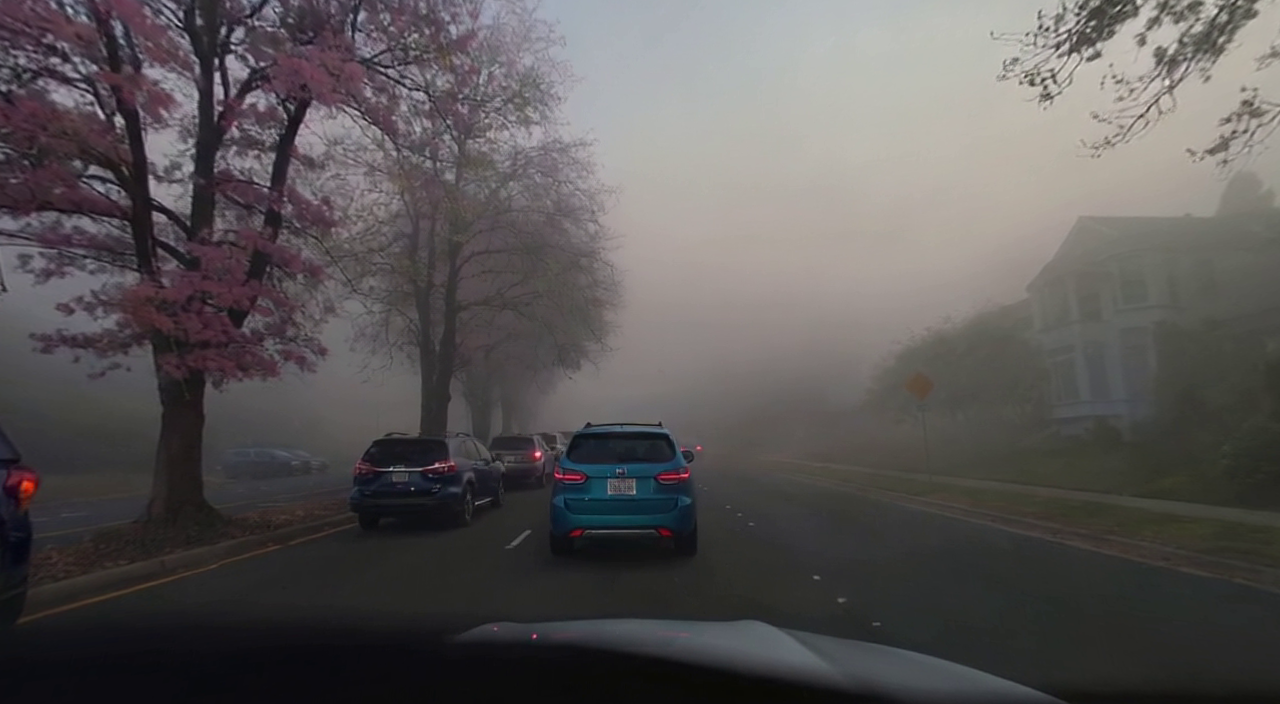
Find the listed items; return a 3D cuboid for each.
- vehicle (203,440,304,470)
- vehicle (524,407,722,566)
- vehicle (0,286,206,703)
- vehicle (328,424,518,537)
[{"bbox_3d":[-28.505,7.583,46.832,5.856,2.096,2.481,3,-9,-18],"label":"vehicle"},{"bbox_3d":[-0.192,1.744,8.878,2.112,1.693,4.058,0,-8,0],"label":"vehicle"},{"bbox_3d":[-3.526,0.527,0.953,2.304,1.928,4.833,0,-8,-1],"label":"vehicle"},{"bbox_3d":[-3.663,2.235,11.649,1.948,1.668,4.279,0,-8,0],"label":"vehicle"}]
